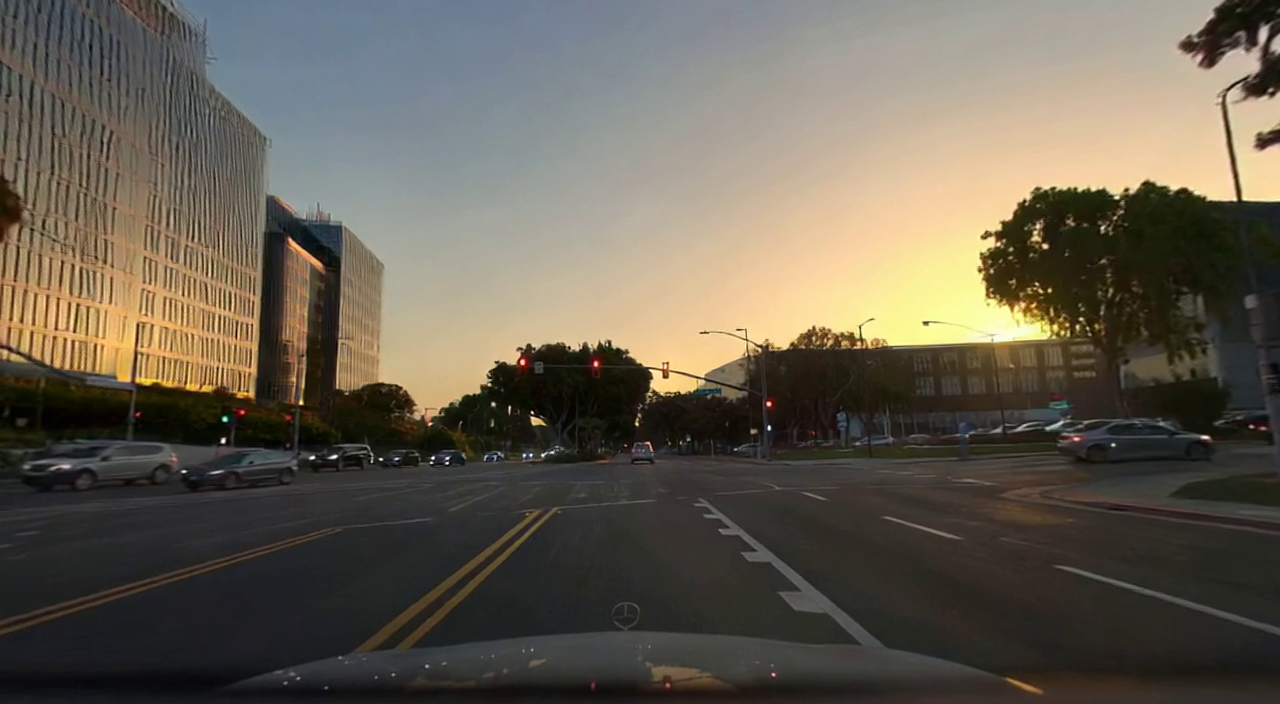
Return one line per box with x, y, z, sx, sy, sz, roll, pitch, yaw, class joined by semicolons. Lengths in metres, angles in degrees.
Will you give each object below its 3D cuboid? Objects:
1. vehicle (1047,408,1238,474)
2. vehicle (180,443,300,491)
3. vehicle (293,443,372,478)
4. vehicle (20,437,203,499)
17.351;3.107;22.030;4.709;1.920;2.166;-3;-8;-1;vehicle
-16.561;4.737;26.472;1.962;1.735;4.577;-2;-8;1;vehicle
-19.873;6.987;41.146;2.380;1.963;5.458;-3;-8;1;vehicle
-20.429;4.455;24.891;2.299;2.092;5.503;-2;-8;2;vehicle
